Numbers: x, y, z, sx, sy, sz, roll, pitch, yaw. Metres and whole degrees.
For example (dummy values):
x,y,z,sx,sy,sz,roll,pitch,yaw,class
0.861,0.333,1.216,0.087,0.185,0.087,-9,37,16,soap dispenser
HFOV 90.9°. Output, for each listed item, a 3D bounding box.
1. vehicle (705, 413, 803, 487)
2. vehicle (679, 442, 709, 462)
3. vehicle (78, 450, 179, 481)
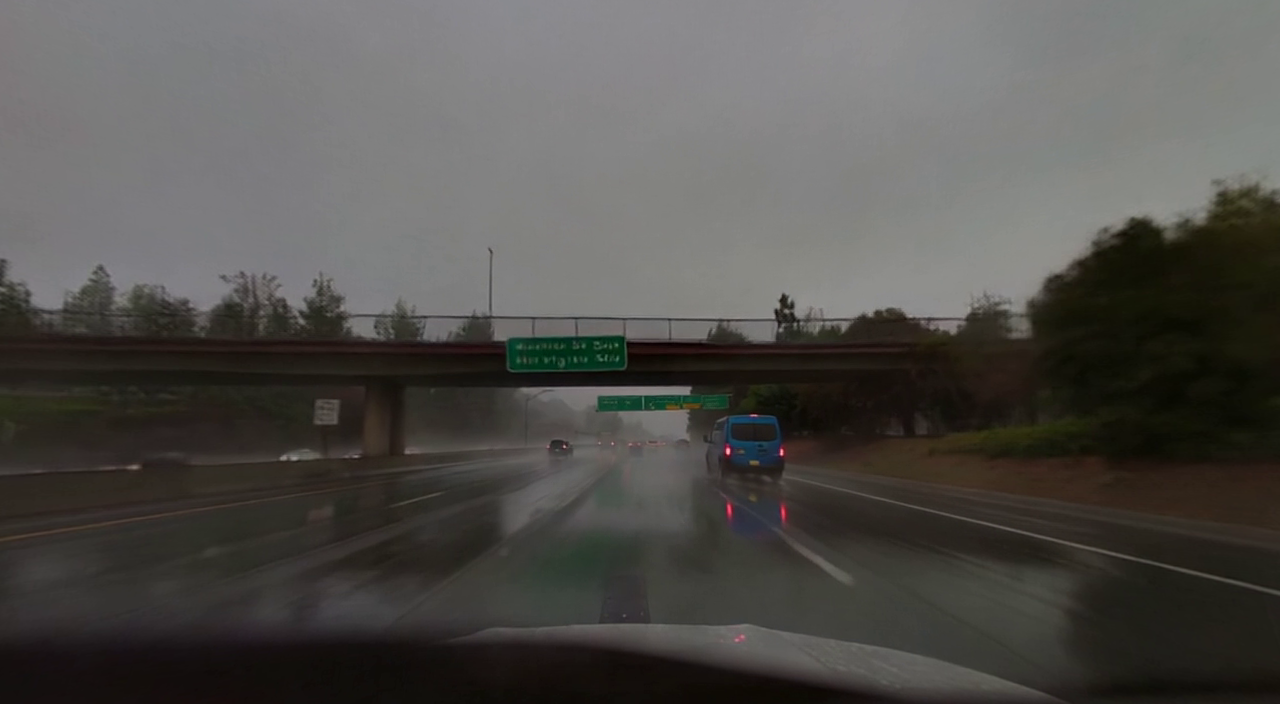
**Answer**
x,y,z,sx,sy,sz,roll,pitch,yaw,class
3.779,3.413,22.043,2.347,2.234,5.352,0,-8,-1,vehicle
4.085,7.571,47.977,1.883,1.456,4.044,0,-8,-1,vehicle
-30.096,6.637,37.329,1.916,1.646,4.817,0,-8,0,vehicle
